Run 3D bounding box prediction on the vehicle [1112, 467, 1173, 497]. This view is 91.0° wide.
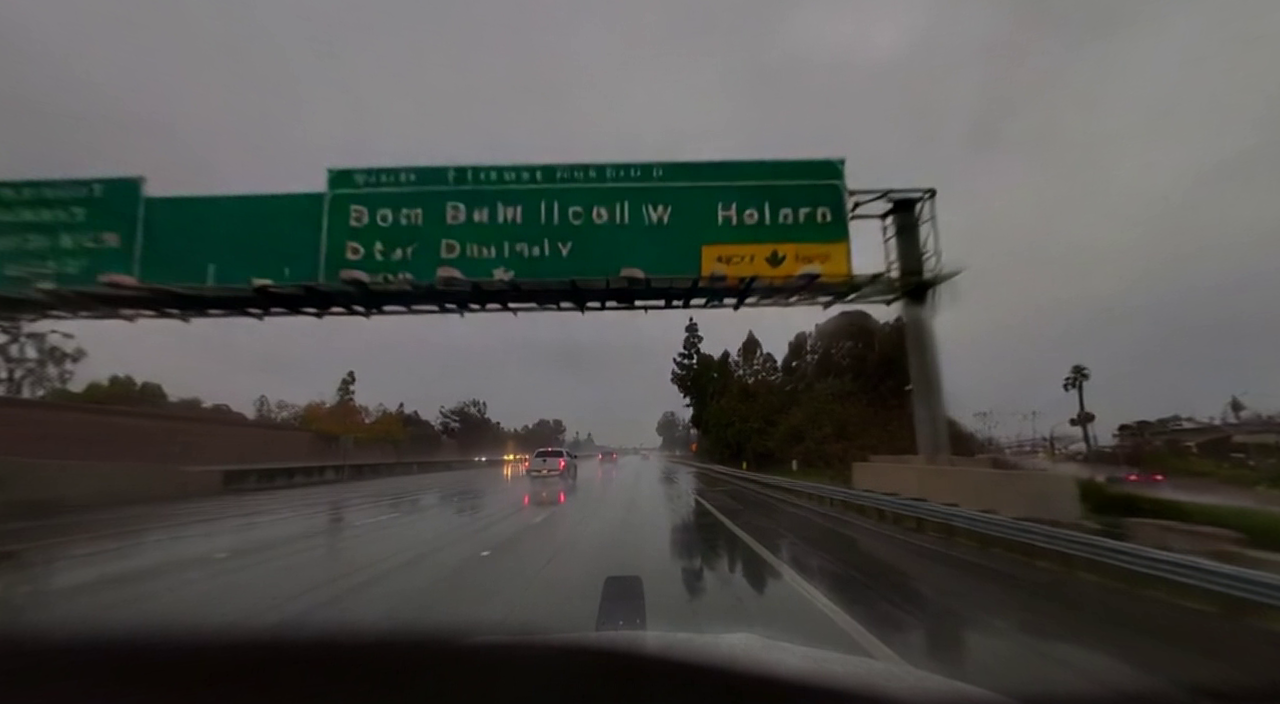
[{"bbox_3d":[34.088,8.779,42.850,2.136,1.776,4.825,-4,-10,26],"label":"vehicle"}]

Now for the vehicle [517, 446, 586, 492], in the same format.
[{"bbox_3d":[-3.613,4.879,26.683,2.162,1.747,4.791,0,-9,1],"label":"vehicle"}]
